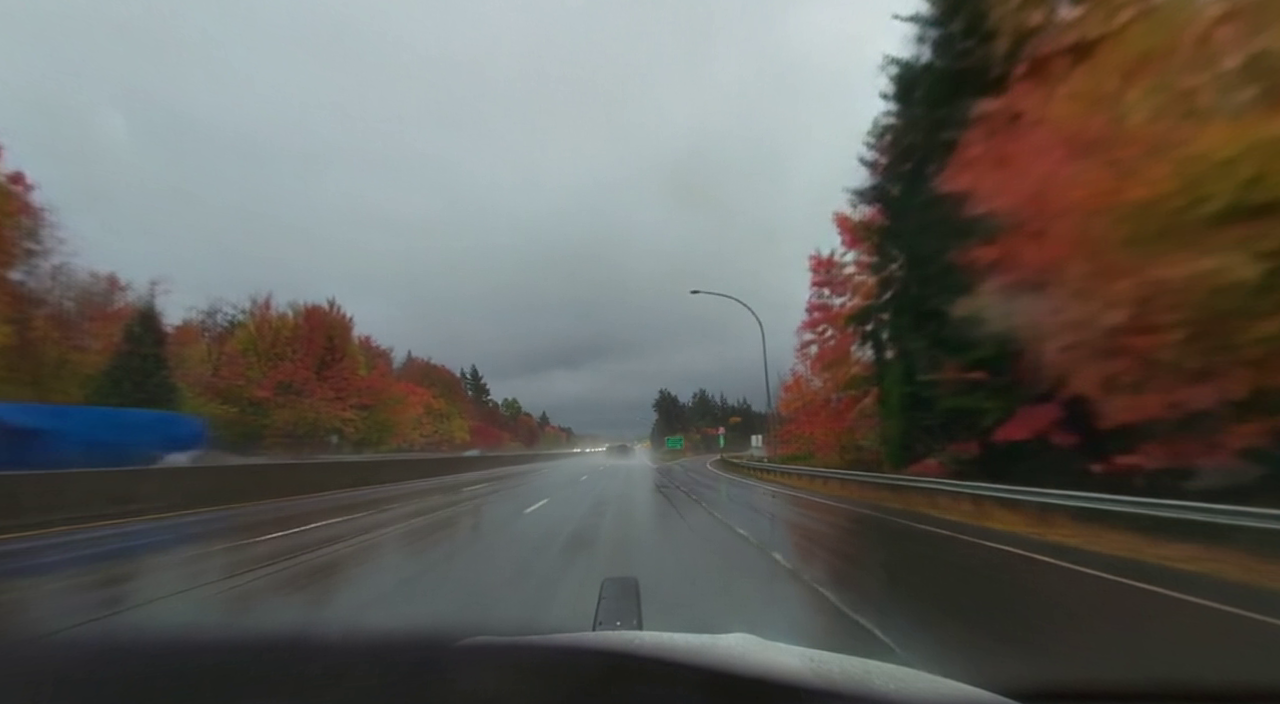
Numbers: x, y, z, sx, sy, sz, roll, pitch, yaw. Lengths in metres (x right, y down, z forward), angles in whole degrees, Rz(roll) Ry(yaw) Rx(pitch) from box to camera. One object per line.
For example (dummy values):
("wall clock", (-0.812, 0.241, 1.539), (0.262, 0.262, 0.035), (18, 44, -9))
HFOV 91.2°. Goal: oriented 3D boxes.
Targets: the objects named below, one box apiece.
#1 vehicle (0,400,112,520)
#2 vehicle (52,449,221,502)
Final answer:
("vehicle", (-20.797, 3.069, 17.615), (2.960, 3.582, 10.273), (0, -9, -1))
("vehicle", (-16.093, 3.932, 20.398), (1.902, 1.480, 4.328), (0, -9, 0))
